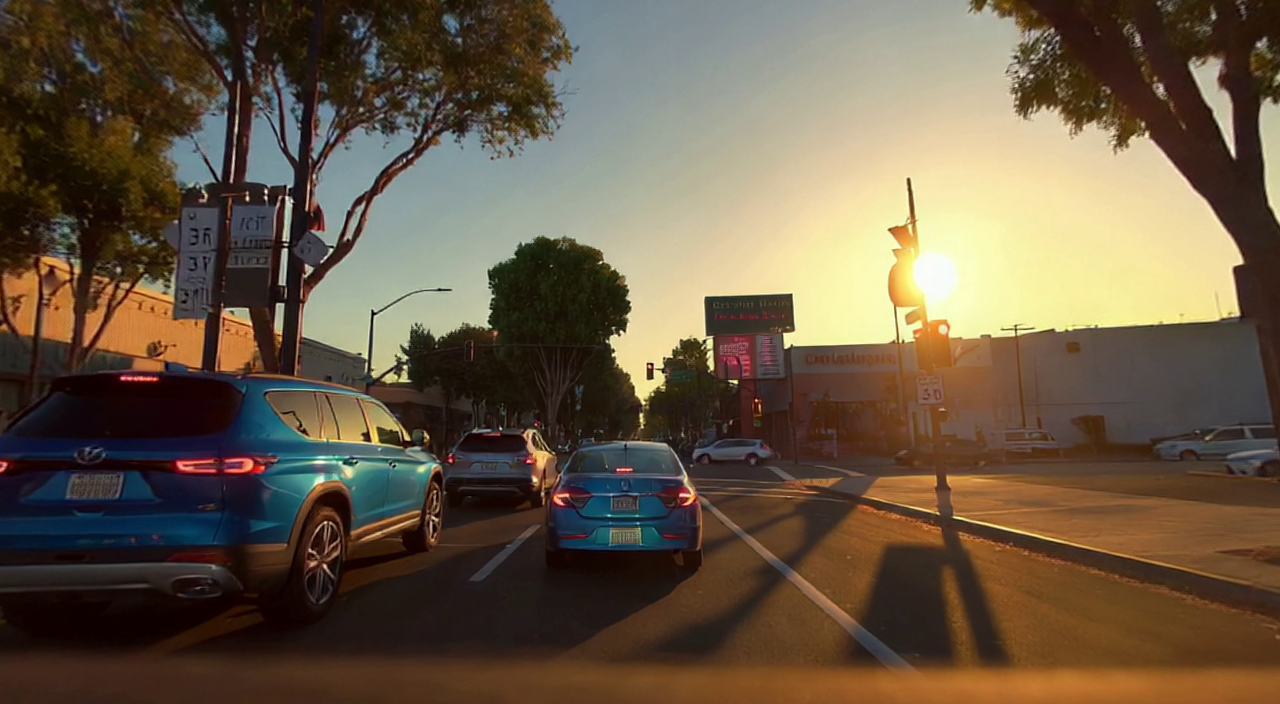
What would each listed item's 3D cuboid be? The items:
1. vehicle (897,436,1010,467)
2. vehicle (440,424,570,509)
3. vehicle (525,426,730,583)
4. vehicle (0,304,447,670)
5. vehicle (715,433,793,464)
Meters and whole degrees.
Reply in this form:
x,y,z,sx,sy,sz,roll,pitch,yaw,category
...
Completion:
x,y,z,sx,sy,sz,roll,pitch,yaw,category
16.031,5.123,32.341,4.809,1.476,1.845,-2,-9,10,vehicle
-2.917,2.595,14.599,2.047,1.664,4.148,0,-8,1,vehicle
-0.154,1.776,8.171,1.966,1.481,4.146,0,-8,-1,vehicle
-3.809,1.129,6.220,2.152,2.118,5.066,0,-8,0,vehicle
6.859,5.807,37.769,4.116,1.719,2.069,-5,-10,28,vehicle
